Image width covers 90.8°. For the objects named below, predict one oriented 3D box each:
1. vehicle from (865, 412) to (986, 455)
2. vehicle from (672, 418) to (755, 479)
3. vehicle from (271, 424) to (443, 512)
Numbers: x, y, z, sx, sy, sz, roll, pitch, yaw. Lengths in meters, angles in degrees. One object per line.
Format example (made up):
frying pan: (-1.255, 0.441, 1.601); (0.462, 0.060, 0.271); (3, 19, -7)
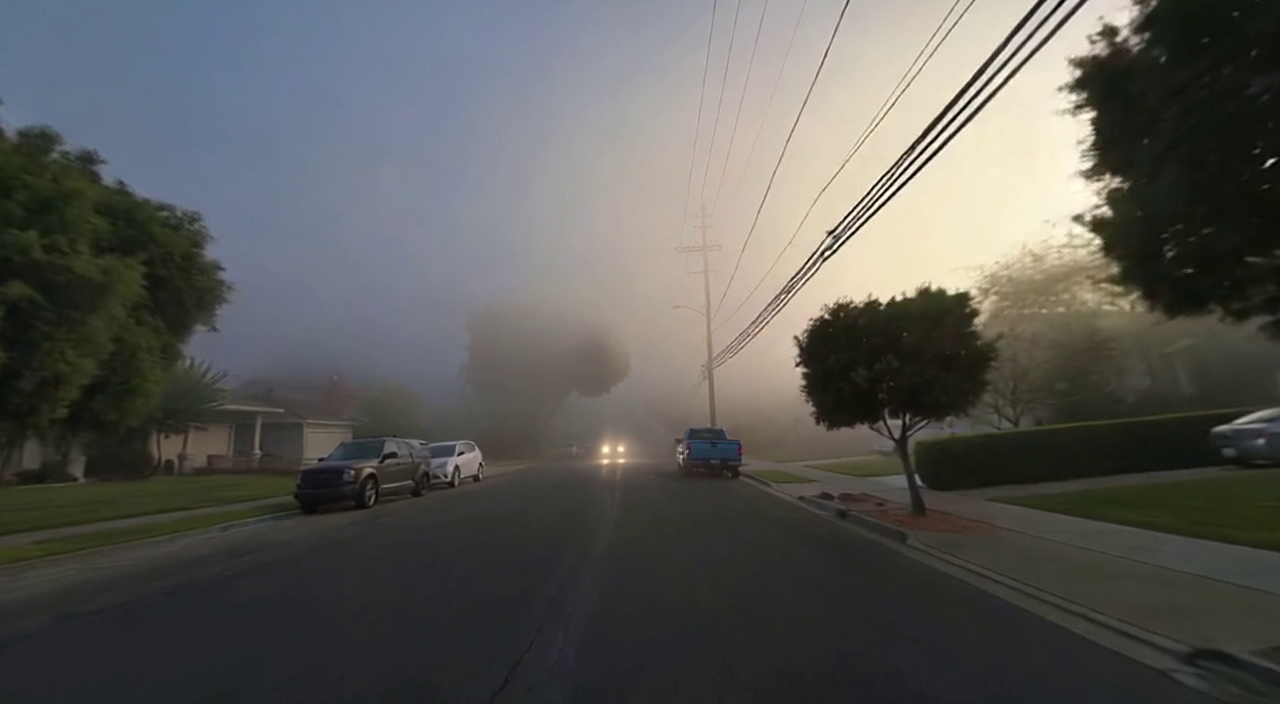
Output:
vehicle: (13.815, 3.973, 30.822); (4.778, 1.903, 2.205); (-1, -8, -1)
vehicle: (2.581, 3.647, 24.130); (2.437, 2.015, 6.511); (0, -8, 0)
vehicle: (-7.091, 2.928, 16.572); (2.252, 1.944, 4.714); (0, -8, 1)
